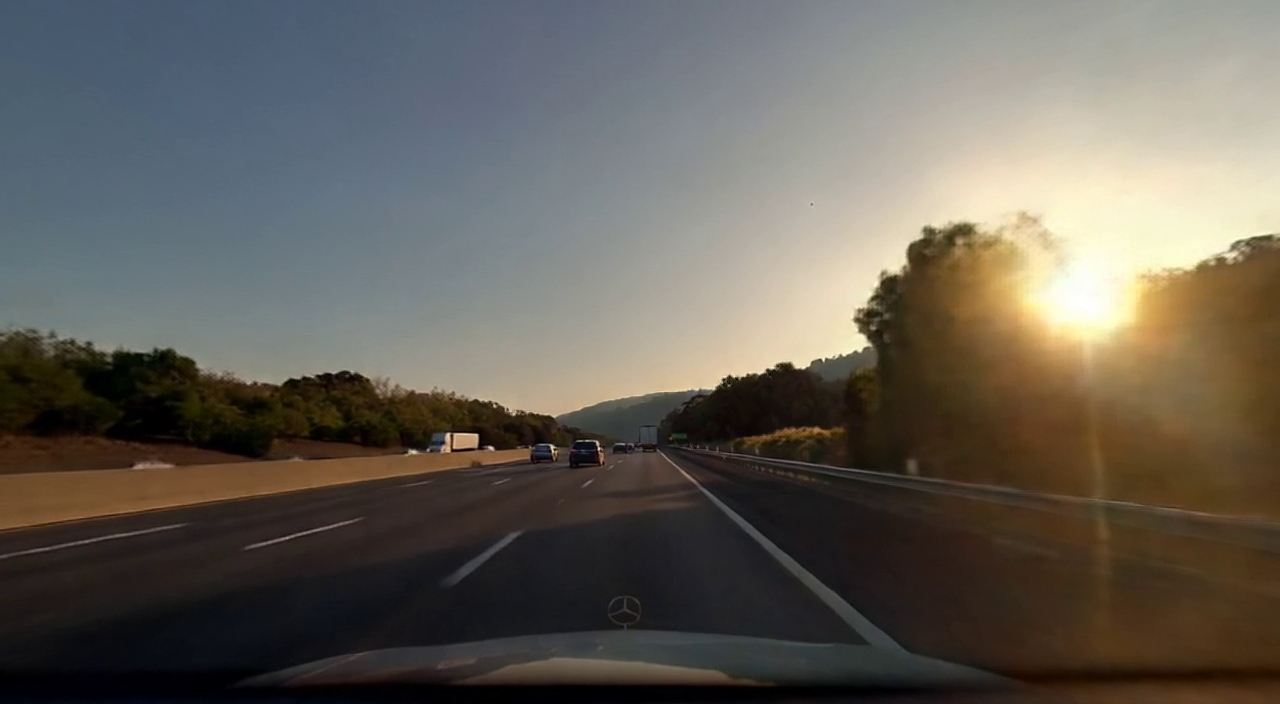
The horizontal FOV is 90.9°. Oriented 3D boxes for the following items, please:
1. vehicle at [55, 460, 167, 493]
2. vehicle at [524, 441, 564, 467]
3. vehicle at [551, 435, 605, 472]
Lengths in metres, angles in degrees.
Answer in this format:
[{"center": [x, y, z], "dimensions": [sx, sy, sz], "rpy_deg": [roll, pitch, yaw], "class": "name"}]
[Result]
[{"center": [-28.427, 6.675, 34.126], "dimensions": [1.811, 1.488, 4.900], "rpy_deg": [0, -8, 0], "class": "vehicle"}, {"center": [-6.499, 6.940, 43.157], "dimensions": [2.062, 1.691, 4.278], "rpy_deg": [0, -8, 0], "class": "vehicle"}, {"center": [-3.171, 5.324, 33.290], "dimensions": [2.283, 1.802, 4.810], "rpy_deg": [0, -8, 1], "class": "vehicle"}]
